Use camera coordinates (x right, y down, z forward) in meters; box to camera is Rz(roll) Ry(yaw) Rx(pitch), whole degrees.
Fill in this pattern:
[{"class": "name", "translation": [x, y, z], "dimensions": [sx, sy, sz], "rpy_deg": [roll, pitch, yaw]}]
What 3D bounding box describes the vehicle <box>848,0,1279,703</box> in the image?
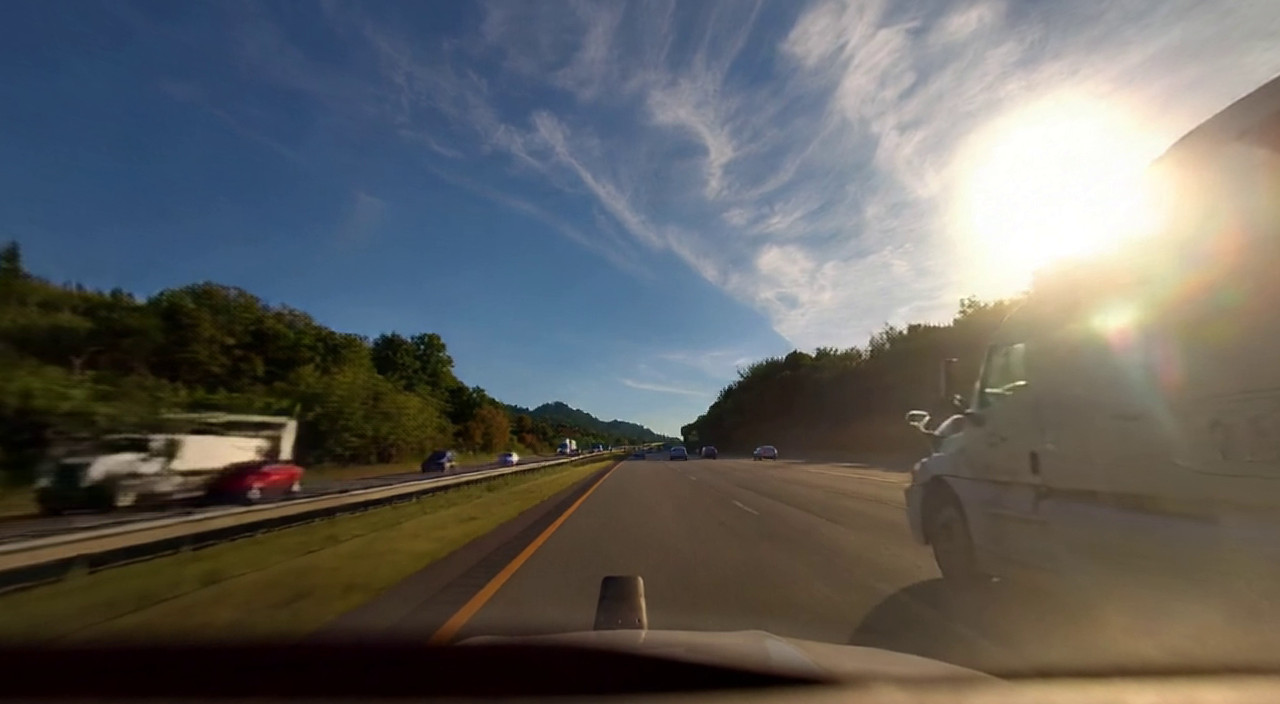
[{"class": "vehicle", "translation": [4.004, -0.293, 1.858], "dimensions": [3.015, 3.877, 10.370], "rpy_deg": [0, -9, -1]}]
